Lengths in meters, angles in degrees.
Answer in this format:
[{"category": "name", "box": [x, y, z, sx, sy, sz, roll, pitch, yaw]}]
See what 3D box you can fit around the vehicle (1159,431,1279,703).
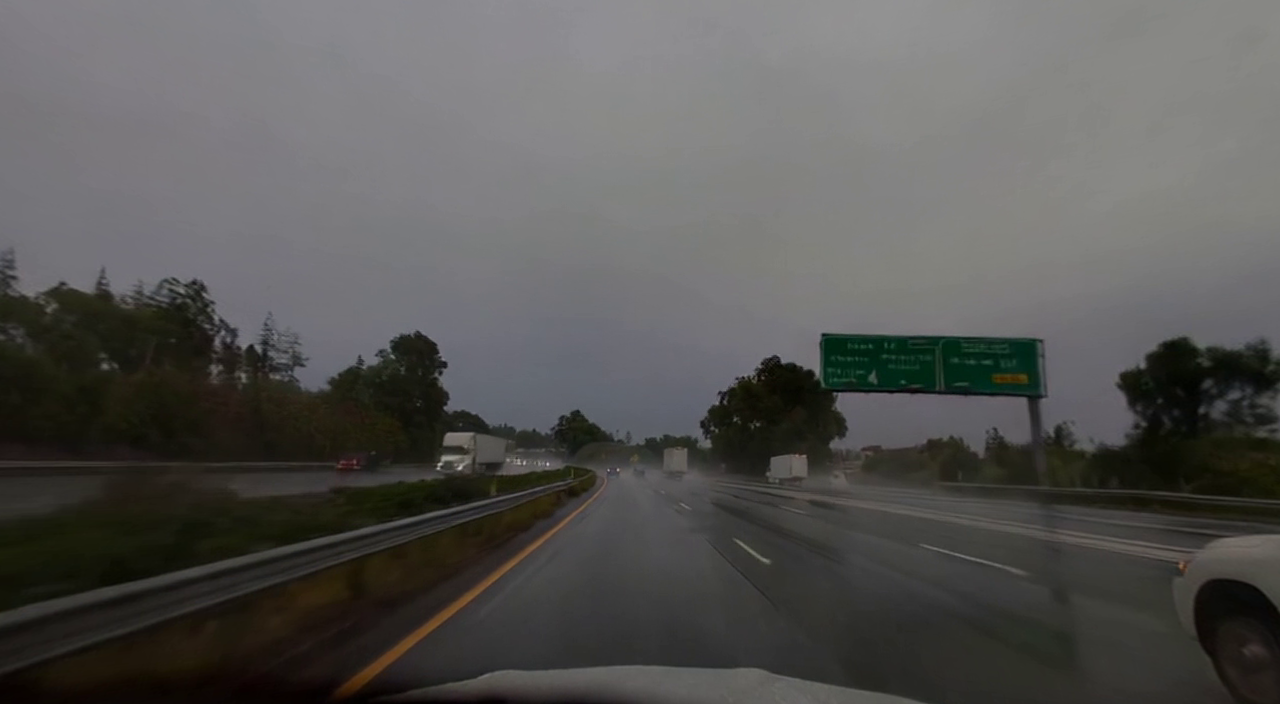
[{"category": "vehicle", "box": [4.025, 0.837, 1.265, 1.965, 1.502, 4.599, 1, -10, -1]}]
